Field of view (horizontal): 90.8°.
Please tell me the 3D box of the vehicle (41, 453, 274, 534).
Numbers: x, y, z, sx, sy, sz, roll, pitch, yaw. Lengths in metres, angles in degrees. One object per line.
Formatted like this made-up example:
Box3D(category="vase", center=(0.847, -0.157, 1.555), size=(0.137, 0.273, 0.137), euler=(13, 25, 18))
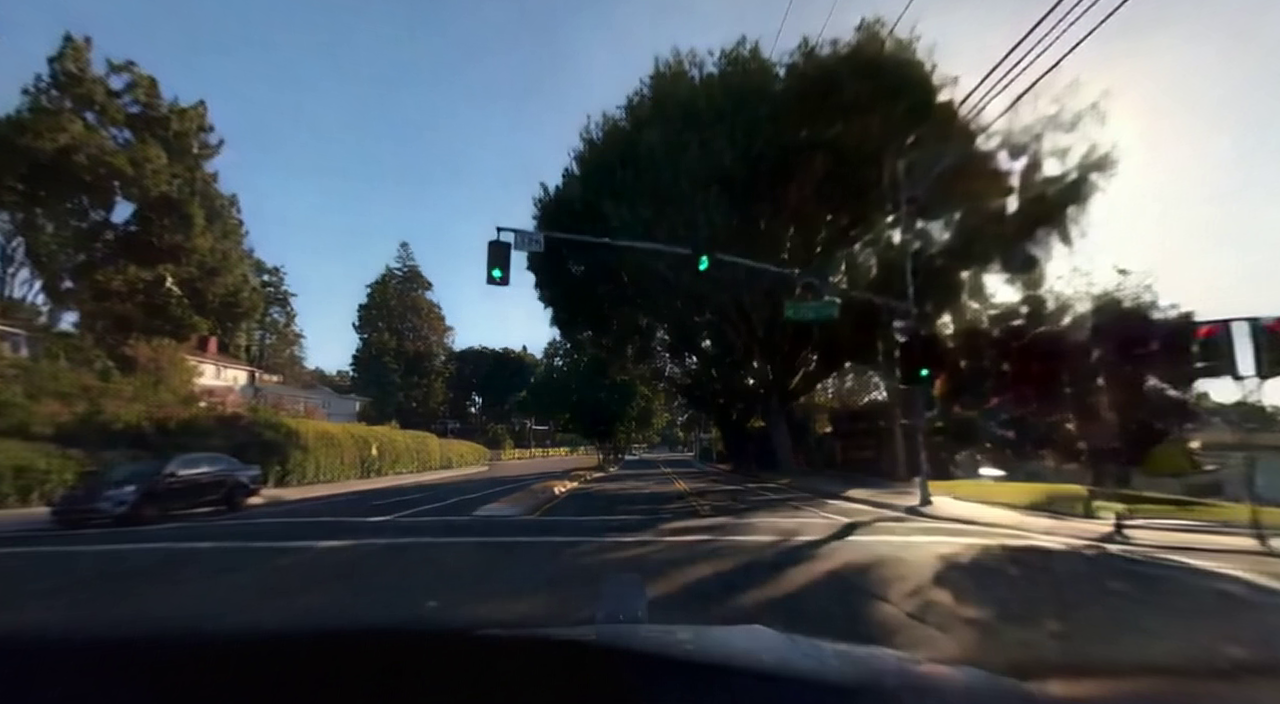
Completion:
Box3D(category="vehicle", center=(-10.551, 3.066, 14.341), size=(1.983, 1.482, 4.190), euler=(0, -9, 0))
